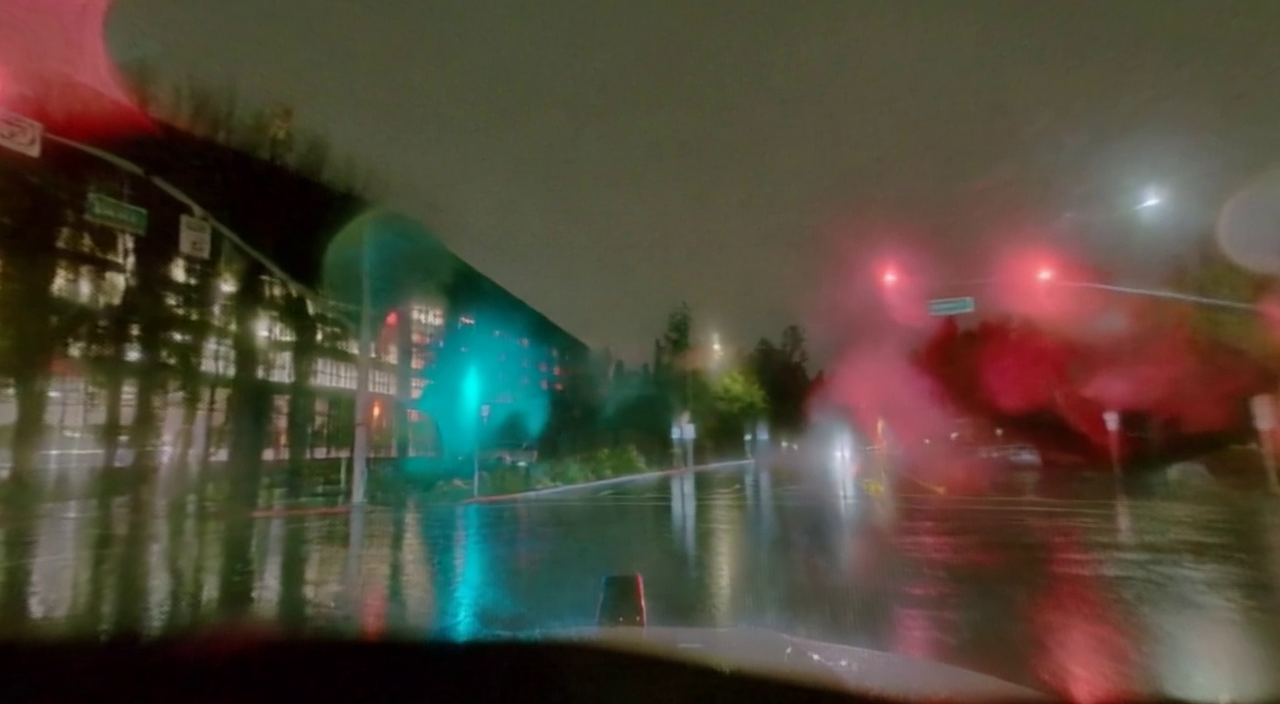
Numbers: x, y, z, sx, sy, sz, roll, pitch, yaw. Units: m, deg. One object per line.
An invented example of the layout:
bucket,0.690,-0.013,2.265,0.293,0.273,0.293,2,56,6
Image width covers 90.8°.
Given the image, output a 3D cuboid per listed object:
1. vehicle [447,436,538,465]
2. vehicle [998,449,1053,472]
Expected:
vehicle,-8.572,5.711,36.776,4.765,1.593,1.891,-2,-9,13
vehicle,25.788,7.240,42.443,1.893,1.454,4.483,-2,-9,15
